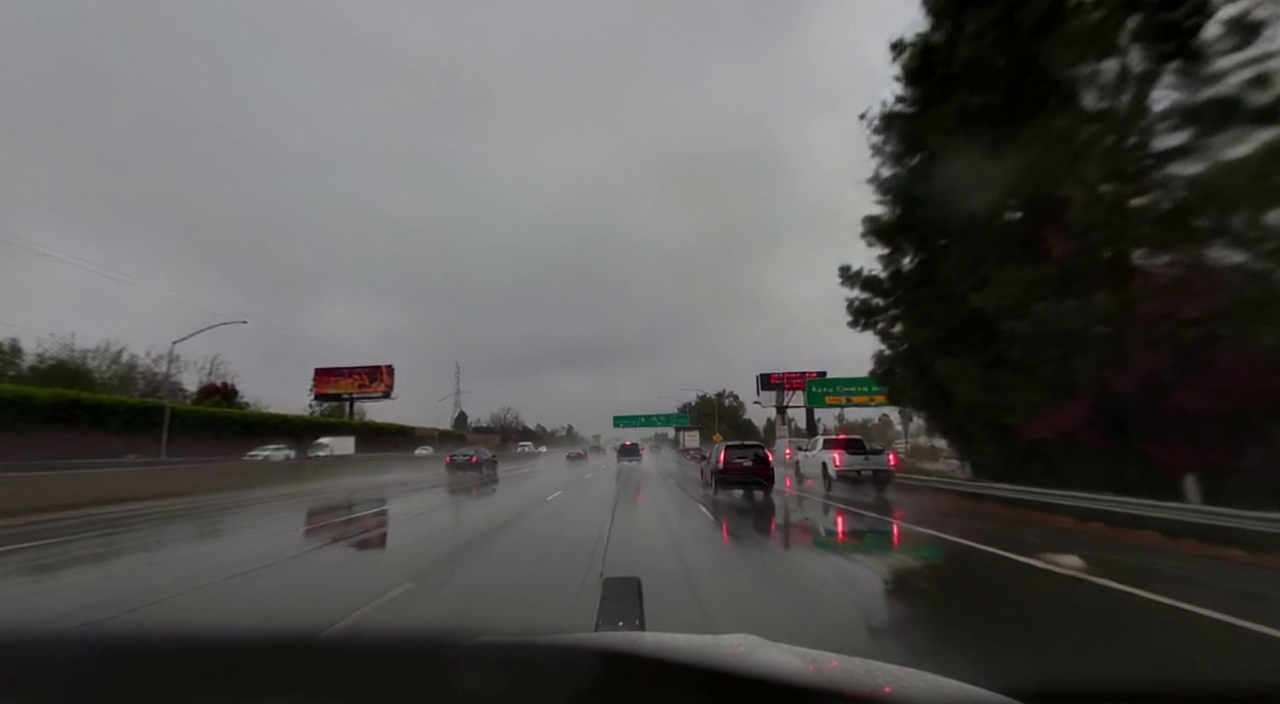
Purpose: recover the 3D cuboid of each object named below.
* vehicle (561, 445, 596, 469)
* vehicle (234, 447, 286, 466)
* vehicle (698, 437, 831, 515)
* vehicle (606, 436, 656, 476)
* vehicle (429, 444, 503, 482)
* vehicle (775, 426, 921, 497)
[{"bbox_3d":[-4.088,7.042,42.574,1.935,1.487,4.076,0,-8,1],"label":"vehicle"},{"bbox_3d":[-29.898,8.216,49.822,1.862,1.473,3.639,0,-8,0],"label":"vehicle"},{"bbox_3d":[2.563,2.669,14.150,2.011,1.462,4.286,0,-8,-1],"label":"vehicle"},{"bbox_3d":[-0.438,5.197,31.819,2.323,1.805,4.729,0,-8,0],"label":"vehicle"},{"bbox_3d":[-7.356,4.709,27.110,1.920,1.482,4.385,0,-8,0],"label":"vehicle"},{"bbox_3d":[6.317,3.417,20.255,2.635,1.919,5.907,0,-8,-1],"label":"vehicle"}]
